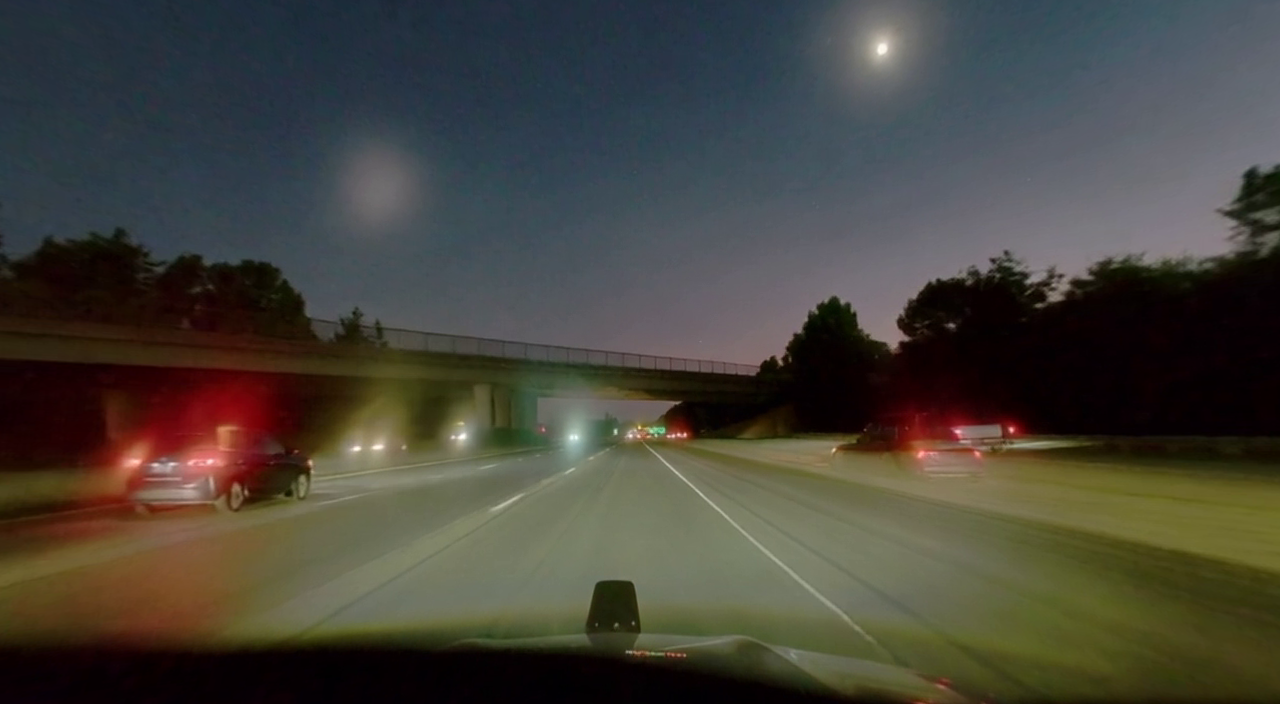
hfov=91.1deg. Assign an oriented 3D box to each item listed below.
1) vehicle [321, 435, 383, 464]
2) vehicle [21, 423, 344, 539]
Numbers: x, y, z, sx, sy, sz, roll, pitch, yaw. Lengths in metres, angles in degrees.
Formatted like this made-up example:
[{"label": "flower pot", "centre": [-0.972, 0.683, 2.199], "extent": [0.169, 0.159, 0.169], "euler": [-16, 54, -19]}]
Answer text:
[{"label": "vehicle", "centre": [-17.696, 6.011, 38.854], "extent": [1.851, 1.666, 4.204], "euler": [0, -8, 0]}, {"label": "vehicle", "centre": [-7.172, 2.029, 10.660], "extent": [2.118, 1.524, 4.422], "euler": [0, -8, 1]}]
